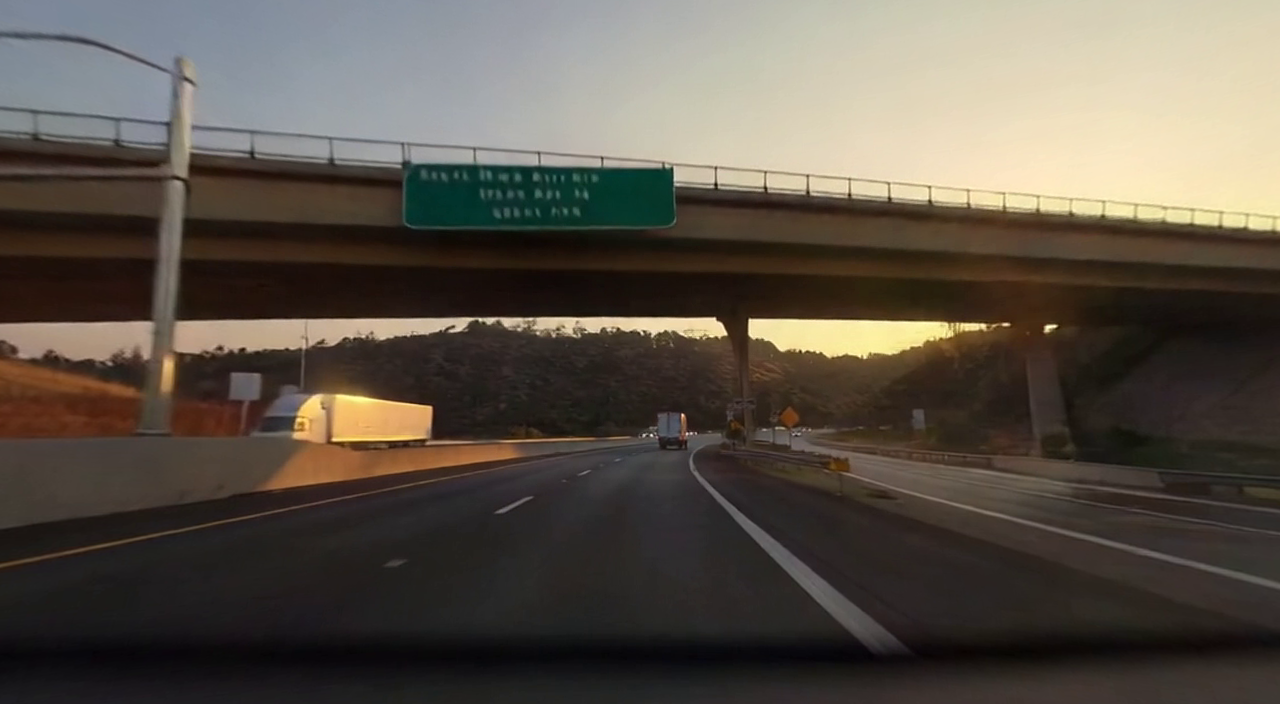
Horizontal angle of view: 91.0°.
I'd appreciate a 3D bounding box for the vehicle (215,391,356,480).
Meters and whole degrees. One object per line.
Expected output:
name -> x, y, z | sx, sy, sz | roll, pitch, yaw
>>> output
vehicle -> -16.722, 4.012, 30.316 | 2.978, 3.785, 6.055 | -1, -8, 2
